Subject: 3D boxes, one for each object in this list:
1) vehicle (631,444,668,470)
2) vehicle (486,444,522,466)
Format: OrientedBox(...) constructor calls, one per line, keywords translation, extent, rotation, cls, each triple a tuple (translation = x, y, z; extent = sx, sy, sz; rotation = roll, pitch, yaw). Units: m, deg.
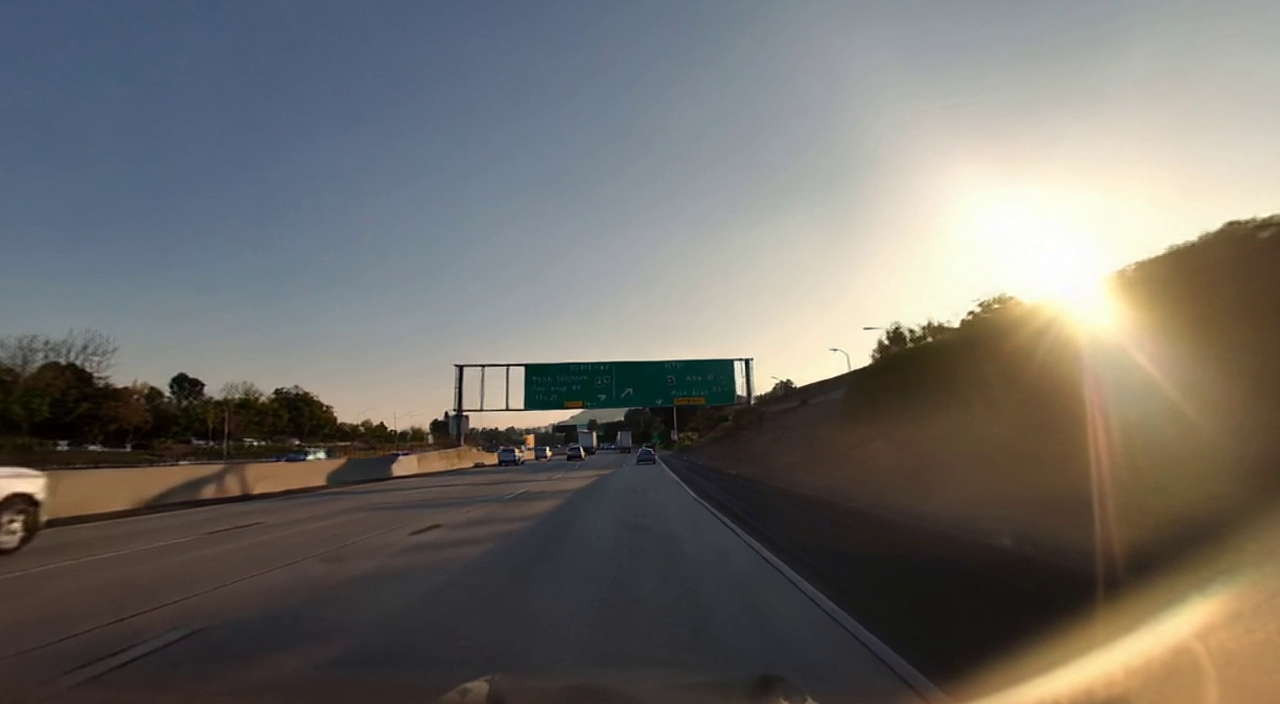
OrientedBox(translation=(0.561, 6.479, 39.064), extent=(2.137, 1.461, 3.999), rotation=(-1, -8, 0), cls="vehicle")
OrientedBox(translation=(-10.335, 7.829, 48.182), extent=(1.954, 1.605, 4.023), rotation=(0, -8, -1), cls="vehicle")
